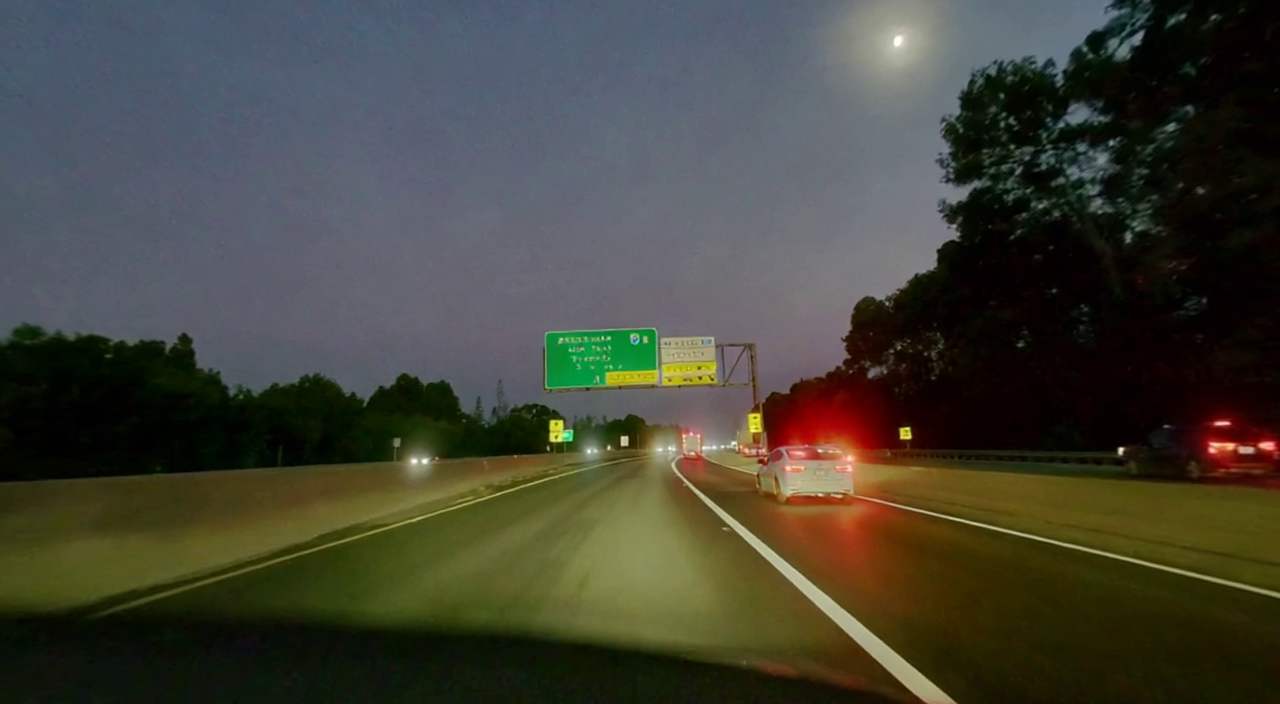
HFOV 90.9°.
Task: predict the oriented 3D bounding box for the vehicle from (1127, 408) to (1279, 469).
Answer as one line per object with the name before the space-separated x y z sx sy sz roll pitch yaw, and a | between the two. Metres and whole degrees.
vehicle | 19.973 3.116 22.423 2.131 1.902 4.846 -2 -9 12

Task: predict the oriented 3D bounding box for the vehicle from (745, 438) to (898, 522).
vehicle | 3.534 2.575 13.195 1.938 1.456 4.204 0 -9 0
